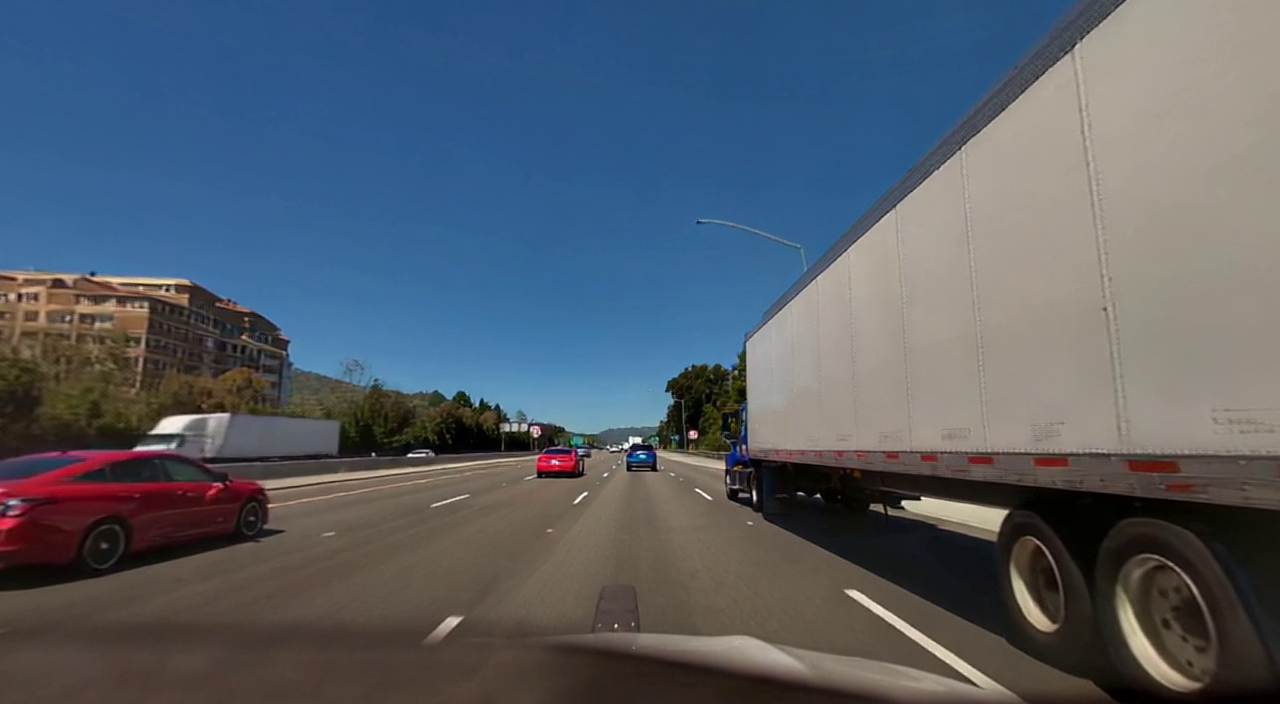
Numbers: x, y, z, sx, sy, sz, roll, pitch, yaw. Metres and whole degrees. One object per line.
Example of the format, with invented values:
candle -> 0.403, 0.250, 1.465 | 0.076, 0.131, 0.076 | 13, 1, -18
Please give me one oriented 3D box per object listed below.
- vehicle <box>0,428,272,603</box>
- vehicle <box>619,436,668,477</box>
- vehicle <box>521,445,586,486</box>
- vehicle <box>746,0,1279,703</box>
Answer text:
vehicle -> -6.448, 1.632, 6.945 | 2.053, 1.464, 4.600 | 0, -9, 0
vehicle -> 0.134, 5.042, 30.571 | 2.203, 1.805, 4.358 | 0, -9, -1
vehicle -> -3.197, 4.282, 24.176 | 1.864, 1.406, 4.544 | 0, -9, 0
vehicle -> 3.793, 0.232, 6.506 | 2.876, 4.086, 15.117 | 0, -9, 0
